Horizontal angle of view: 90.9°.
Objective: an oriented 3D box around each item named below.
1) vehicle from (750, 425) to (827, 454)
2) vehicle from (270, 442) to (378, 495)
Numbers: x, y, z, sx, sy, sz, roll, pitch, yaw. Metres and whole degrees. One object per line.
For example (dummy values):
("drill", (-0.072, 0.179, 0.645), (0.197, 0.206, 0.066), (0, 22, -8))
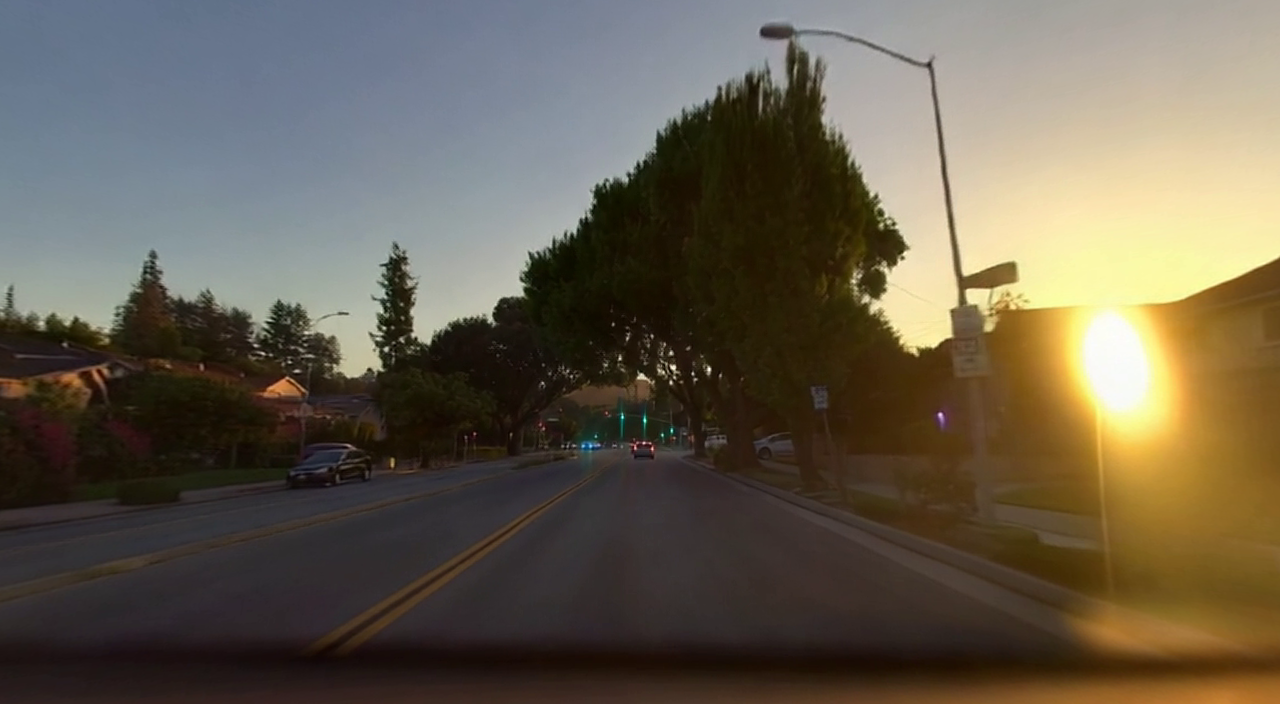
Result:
("vehicle", (10.324, 6.155, 44.111), (4.746, 1.485, 1.916), (-6, -8, -1))
("vehicle", (-14.195, 5.204, 28.737), (2.337, 1.850, 5.448), (-4, -7, -2))
